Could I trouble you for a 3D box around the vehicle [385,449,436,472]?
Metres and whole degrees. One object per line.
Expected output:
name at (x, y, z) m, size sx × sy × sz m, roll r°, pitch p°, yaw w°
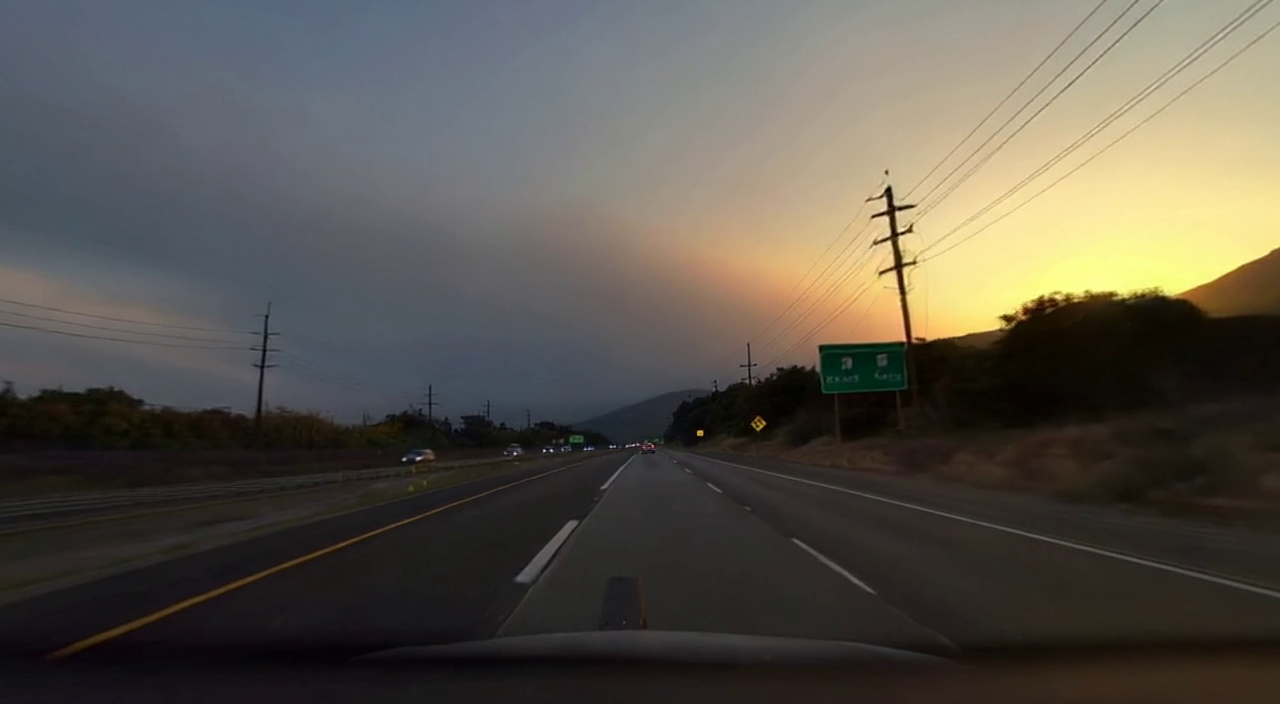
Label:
vehicle at (-16.743, 7.935, 46.314) m, size 1.904 × 1.490 × 4.703 m, roll -1°, pitch -8°, yaw 1°
